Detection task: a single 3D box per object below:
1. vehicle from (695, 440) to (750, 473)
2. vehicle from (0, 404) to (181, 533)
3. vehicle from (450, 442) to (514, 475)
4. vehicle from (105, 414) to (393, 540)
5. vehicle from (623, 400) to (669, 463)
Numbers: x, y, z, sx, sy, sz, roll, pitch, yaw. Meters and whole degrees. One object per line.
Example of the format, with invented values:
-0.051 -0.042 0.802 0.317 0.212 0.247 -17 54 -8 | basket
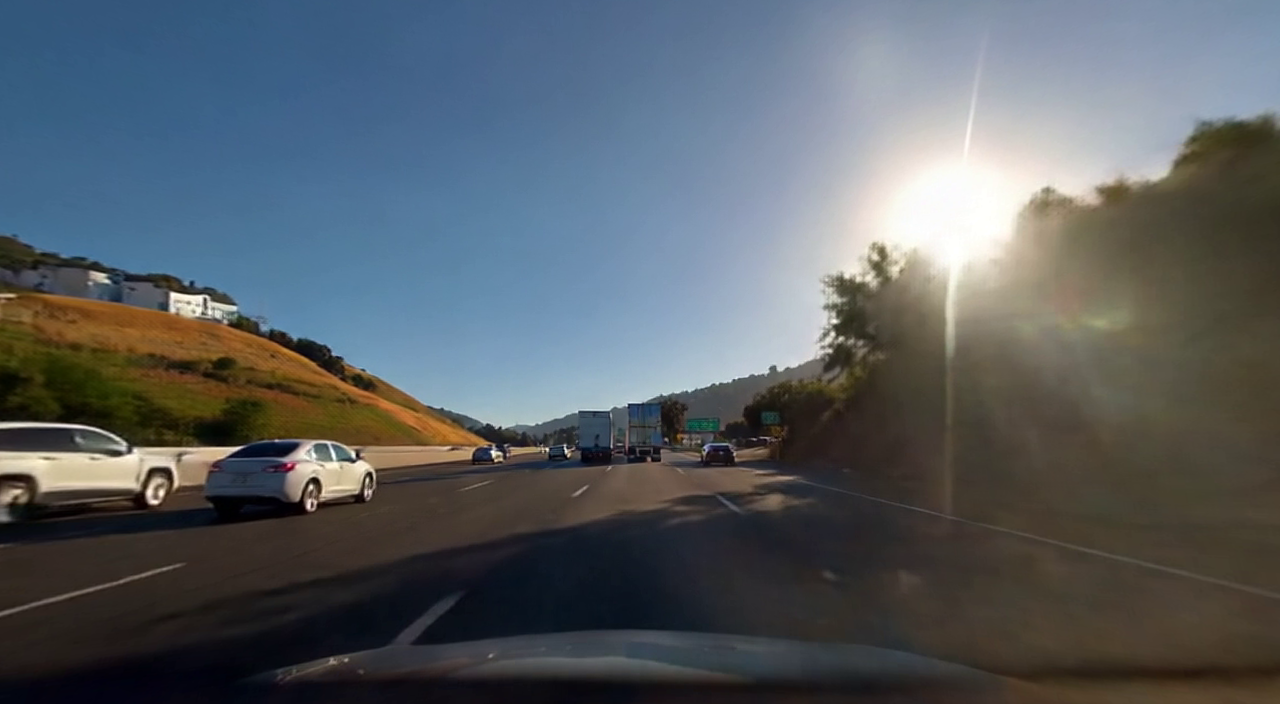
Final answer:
3.944 5.086 30.910 2.006 1.452 4.246 0 -9 -1 | vehicle
-10.505 1.802 9.882 2.208 1.889 5.781 0 -9 1 | vehicle
-7.491 5.100 30.423 1.891 1.460 4.506 0 -9 1 | vehicle
-6.396 2.085 11.149 2.122 1.754 4.379 0 -9 2 | vehicle
0.358 6.031 46.835 2.969 4.104 10.906 0 -9 0 | vehicle
